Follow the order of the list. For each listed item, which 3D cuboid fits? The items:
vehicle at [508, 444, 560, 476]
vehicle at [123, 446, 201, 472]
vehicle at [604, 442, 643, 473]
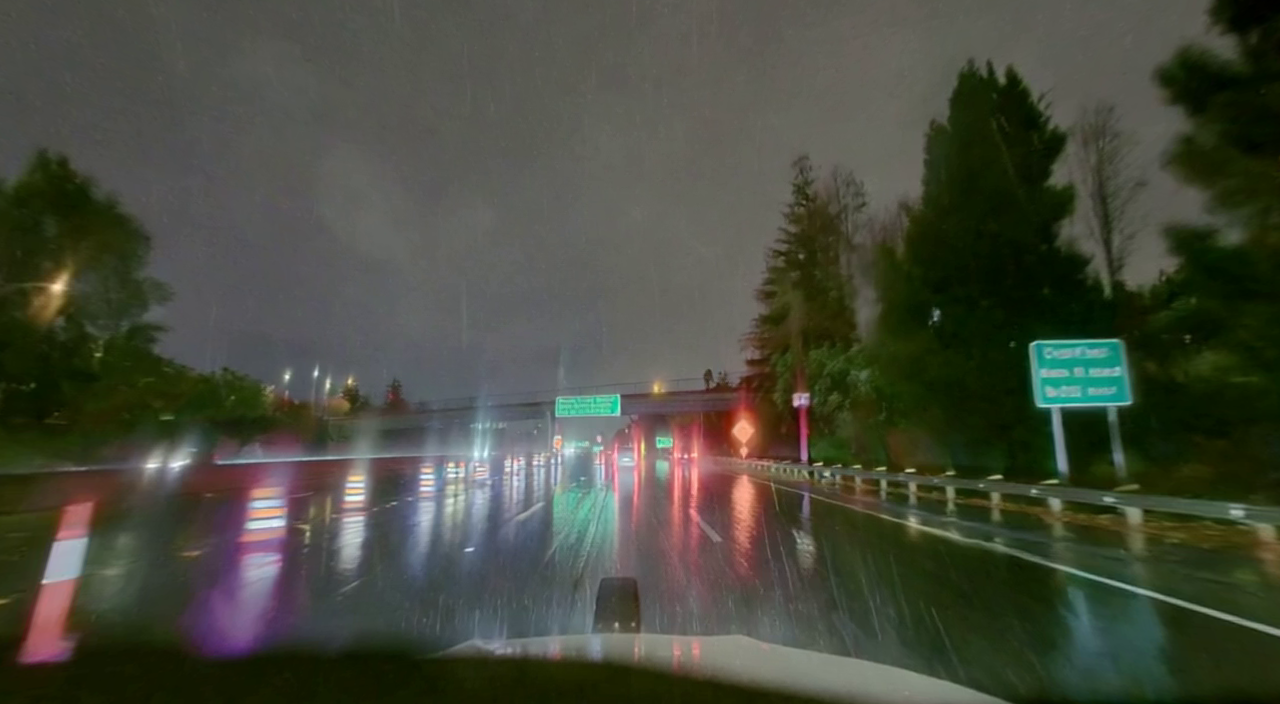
[{"bbox_3d":[-5.373,5.539,32.533,1.997,1.507,4.248,0,-9,-1],"label":"vehicle"},{"bbox_3d":[-33.998,7.572,45.116,1.960,1.731,4.657,0,-9,-1],"label":"vehicle"},{"bbox_3d":[-0.933,5.985,36.127,2.109,1.638,3.856,0,-9,-1],"label":"vehicle"}]
